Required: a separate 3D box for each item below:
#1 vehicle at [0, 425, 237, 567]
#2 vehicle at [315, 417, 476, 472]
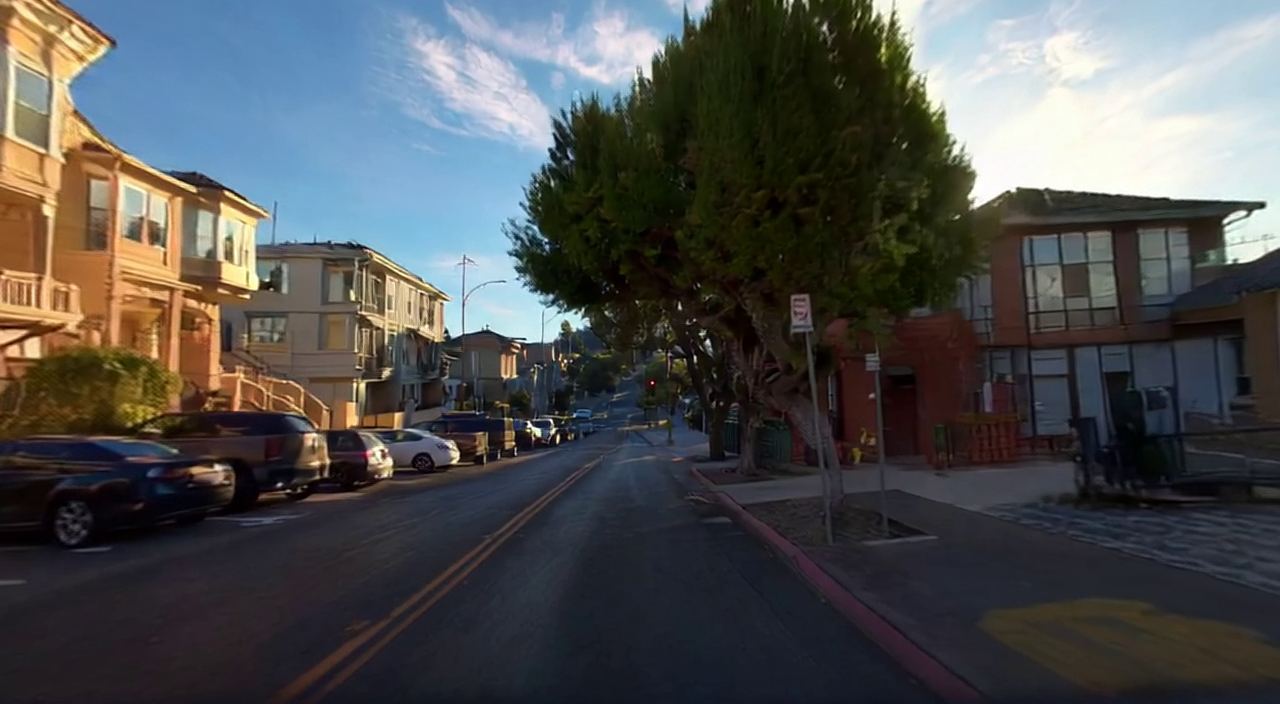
[{"bbox_3d":[-7.425,1.634,7.512,3.952,1.459,1.797,0,-8,-3],"label":"vehicle"},{"bbox_3d":[-8.511,3.268,22.367,4.854,1.832,1.964,0,-8,1],"label":"vehicle"}]
